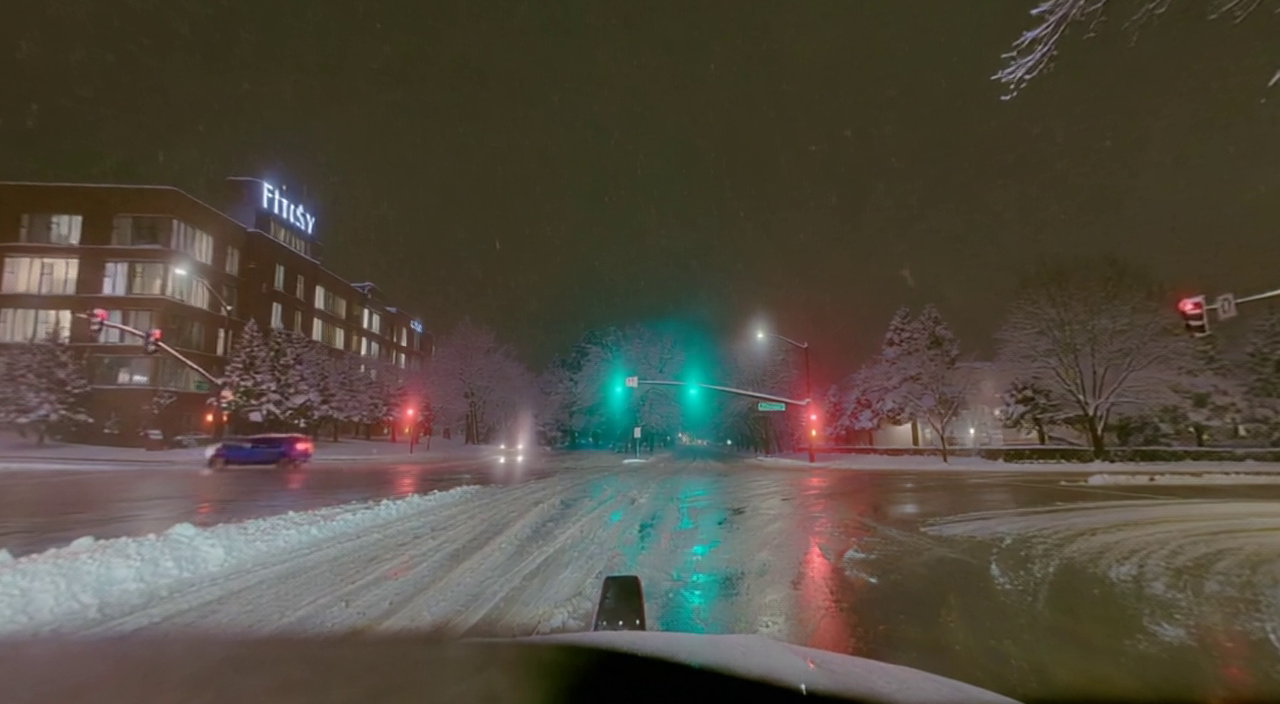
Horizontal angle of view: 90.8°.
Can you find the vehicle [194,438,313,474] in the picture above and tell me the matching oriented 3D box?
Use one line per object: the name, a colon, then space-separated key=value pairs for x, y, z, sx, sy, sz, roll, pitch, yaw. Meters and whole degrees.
vehicle: x=-19.531 y=5.258 z=32.104 sx=4.639 sy=1.699 sz=2.030 roll=1 pitch=-9 yaw=-6
